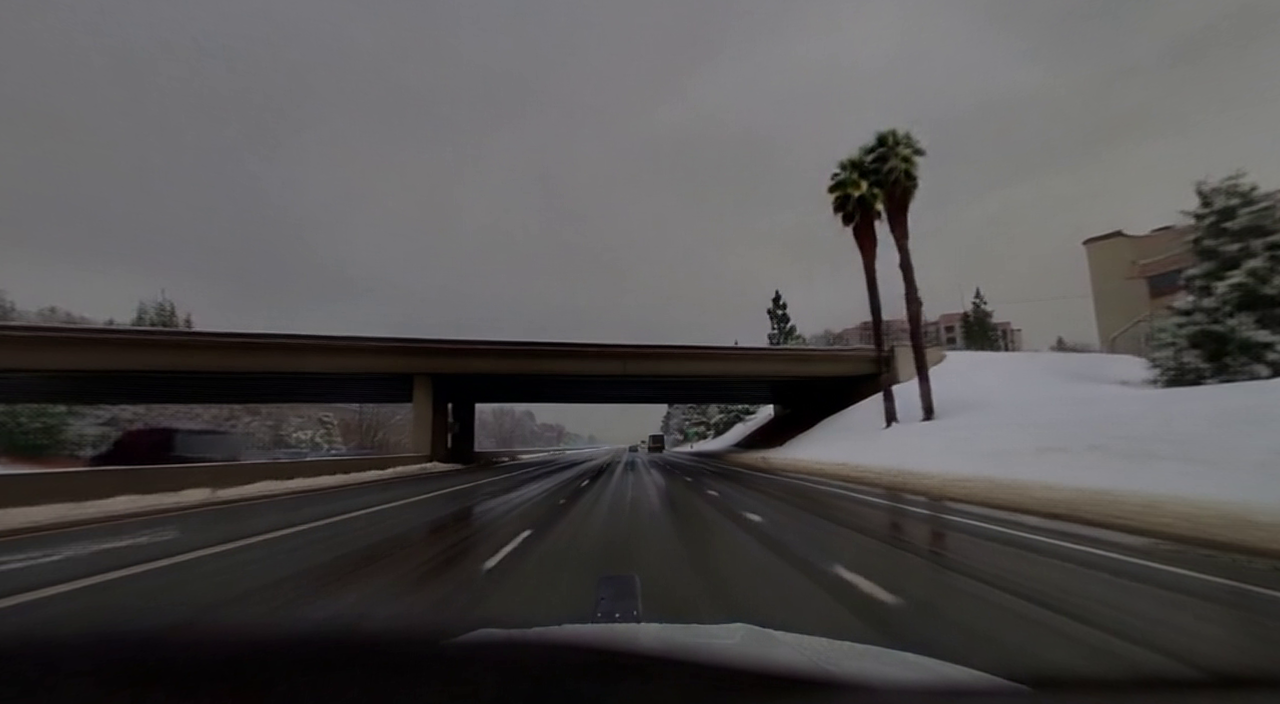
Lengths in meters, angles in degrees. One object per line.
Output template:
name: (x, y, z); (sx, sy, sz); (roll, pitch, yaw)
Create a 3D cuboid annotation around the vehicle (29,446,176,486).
vehicle: (-29.062, 6.117, 34.597); (2.347, 1.950, 6.611); (0, -8, -1)

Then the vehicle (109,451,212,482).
vehicle: (-24.981, 5.956, 33.157); (2.009, 1.492, 4.290); (0, -8, 0)
